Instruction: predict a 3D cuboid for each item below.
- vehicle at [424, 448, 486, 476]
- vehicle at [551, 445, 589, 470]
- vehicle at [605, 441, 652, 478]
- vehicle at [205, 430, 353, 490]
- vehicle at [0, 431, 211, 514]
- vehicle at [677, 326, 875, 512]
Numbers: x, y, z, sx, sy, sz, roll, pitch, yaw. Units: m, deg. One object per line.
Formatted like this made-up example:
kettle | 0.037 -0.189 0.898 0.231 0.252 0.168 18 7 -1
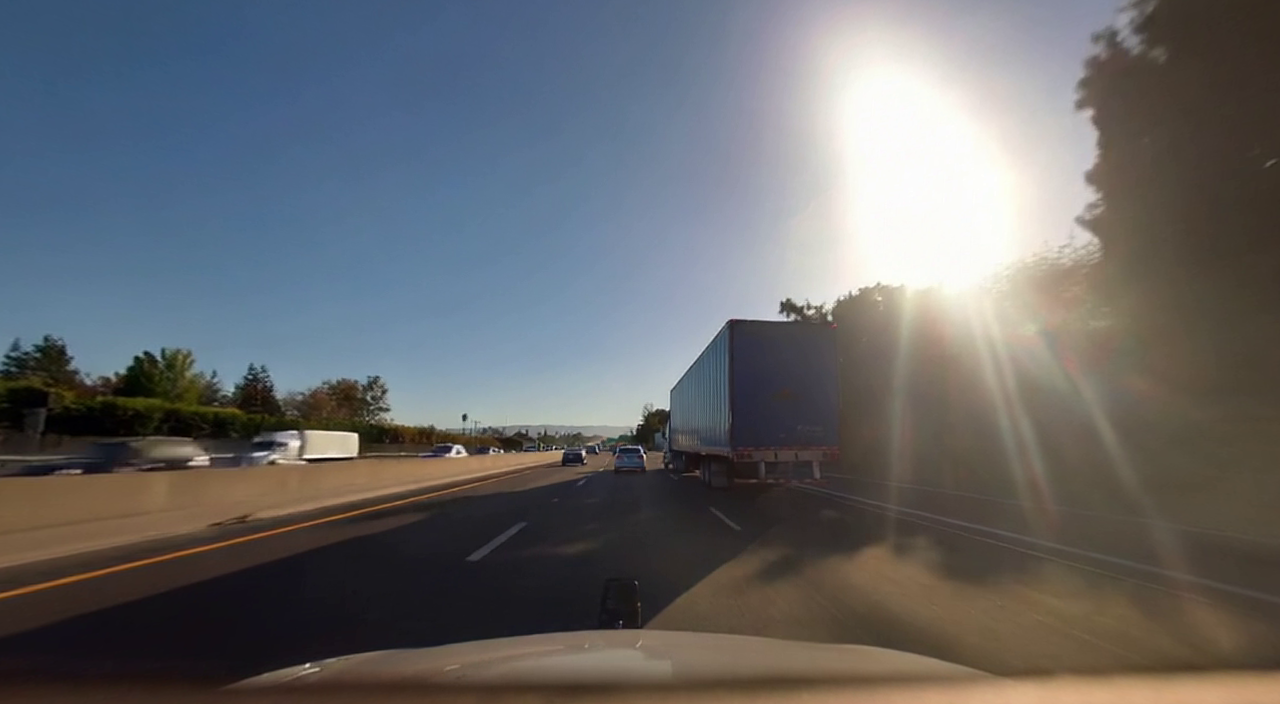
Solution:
vehicle | -10.290 6.140 35.444 2.009 1.472 4.305 0 -9 2
vehicle | -4.487 6.834 41.010 1.995 1.491 4.317 0 -9 0
vehicle | -0.538 5.265 31.249 2.191 1.685 4.015 0 -9 0
vehicle | -17.287 5.211 30.994 2.773 2.568 7.350 0 -9 1
vehicle | -14.020 3.072 16.625 1.997 1.856 4.782 0 -9 0
vehicle | 3.464 2.660 22.021 2.996 4.123 15.965 0 -9 -1
